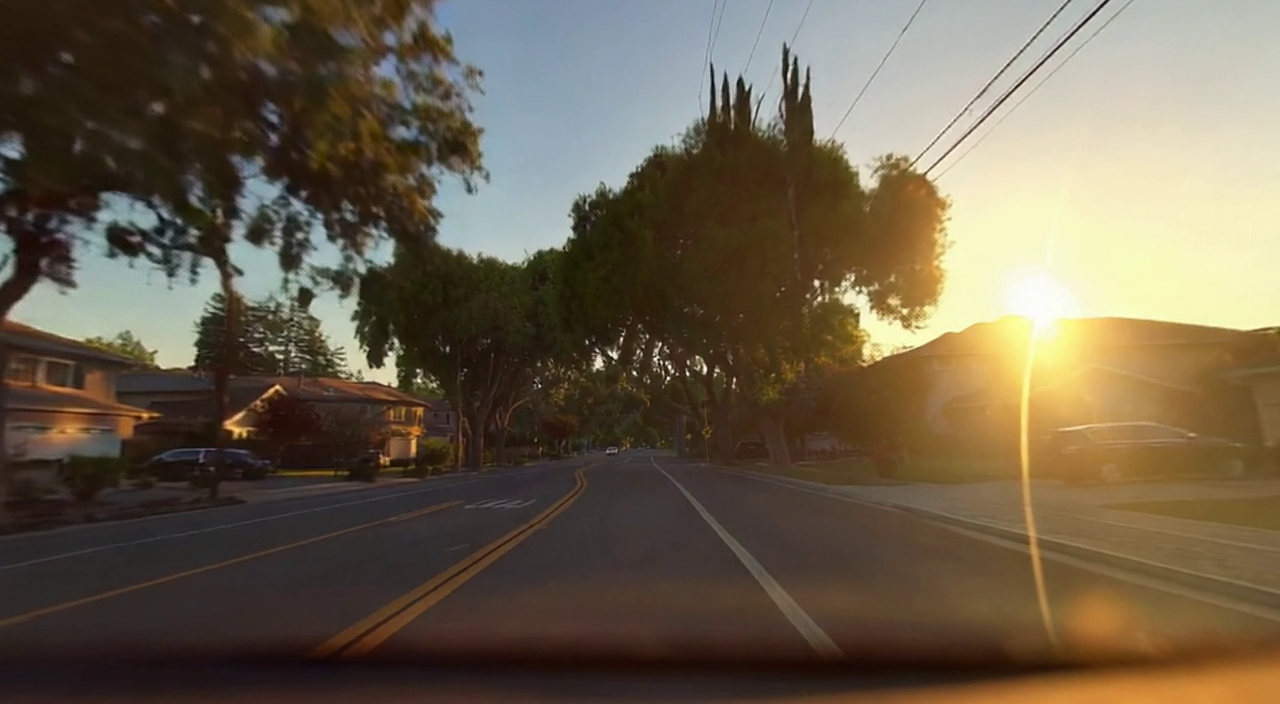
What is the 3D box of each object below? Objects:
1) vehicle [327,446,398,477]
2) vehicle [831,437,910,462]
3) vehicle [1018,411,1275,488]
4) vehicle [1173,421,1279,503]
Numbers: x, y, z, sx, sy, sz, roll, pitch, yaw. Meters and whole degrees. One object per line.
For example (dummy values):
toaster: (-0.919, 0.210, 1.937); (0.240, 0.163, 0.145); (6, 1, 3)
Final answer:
vehicle: (-18.129, 7.140, 41.605); (2.161, 1.873, 5.514); (0, -9, 1)
vehicle: (15.586, 6.608, 42.916); (4.548, 1.535, 1.882); (-2, -9, 2)
vehicle: (13.382, 2.642, 17.029); (4.912, 1.895, 2.047); (-1, -9, 6)
vehicle: (15.149, 2.216, 13.830); (4.752, 1.497, 2.107); (-7, -9, 5)
